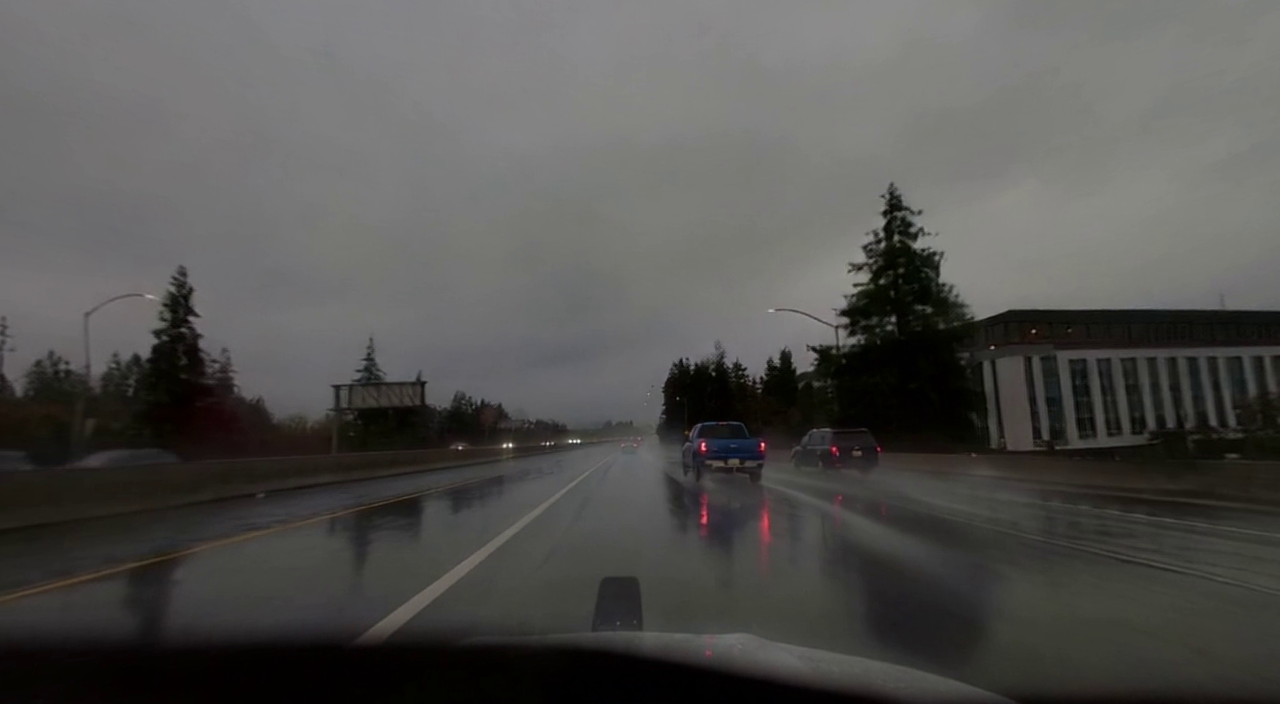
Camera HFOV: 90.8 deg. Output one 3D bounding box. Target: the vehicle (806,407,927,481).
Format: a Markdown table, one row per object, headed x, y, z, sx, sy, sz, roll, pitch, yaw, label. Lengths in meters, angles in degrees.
| x | y | z | sx | sy | sz | roll | pitch | yaw | label |
| --- | --- | --- | --- | --- | --- | --- | --- | --- | --- |
| 7.760 | 3.266 | 22.380 | 2.158 | 2.268 | 5.396 | 0 | -9 | -1 | vehicle |

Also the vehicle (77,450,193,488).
| x | y | z | sx | sy | sz | roll | pitch | yaw | label |
| --- | --- | --- | --- | --- | --- | --- | --- | --- | --- |
| -23.270 | 5.393 | 29.357 | 1.882 | 1.579 | 4.247 | 0 | -8 | -1 | vehicle |

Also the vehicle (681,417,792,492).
| x | y | z | sx | sy | sz | roll | pitch | yaw | label |
| --- | --- | --- | --- | --- | --- | --- | --- | --- | --- |
| 2.761 | 3.106 | 19.437 | 2.462 | 1.984 | 4.718 | 0 | -9 | -2 | vehicle |
